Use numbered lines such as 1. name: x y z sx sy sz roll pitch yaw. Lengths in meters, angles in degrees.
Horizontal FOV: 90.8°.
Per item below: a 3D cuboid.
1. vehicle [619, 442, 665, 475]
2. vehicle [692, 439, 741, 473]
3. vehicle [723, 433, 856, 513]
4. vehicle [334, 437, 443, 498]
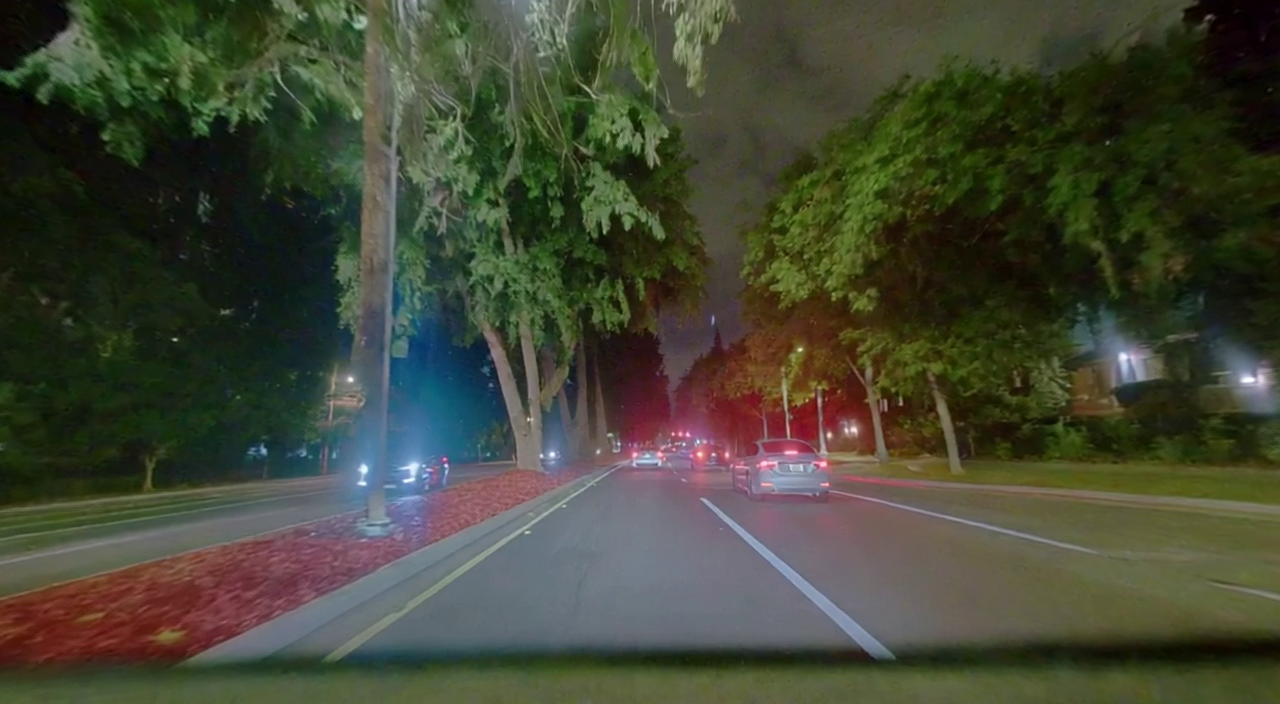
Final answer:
1. vehicle: 0.135 5.118 30.512 2.082 1.473 4.028 0 -8 2
2. vehicle: 3.888 5.367 32.856 2.074 1.652 4.340 0 -8 1
3. vehicle: 3.169 2.649 14.307 1.985 1.529 4.147 0 -8 0
4. vehicle: -8.652 3.985 22.245 2.066 1.890 4.695 0 -8 -3
